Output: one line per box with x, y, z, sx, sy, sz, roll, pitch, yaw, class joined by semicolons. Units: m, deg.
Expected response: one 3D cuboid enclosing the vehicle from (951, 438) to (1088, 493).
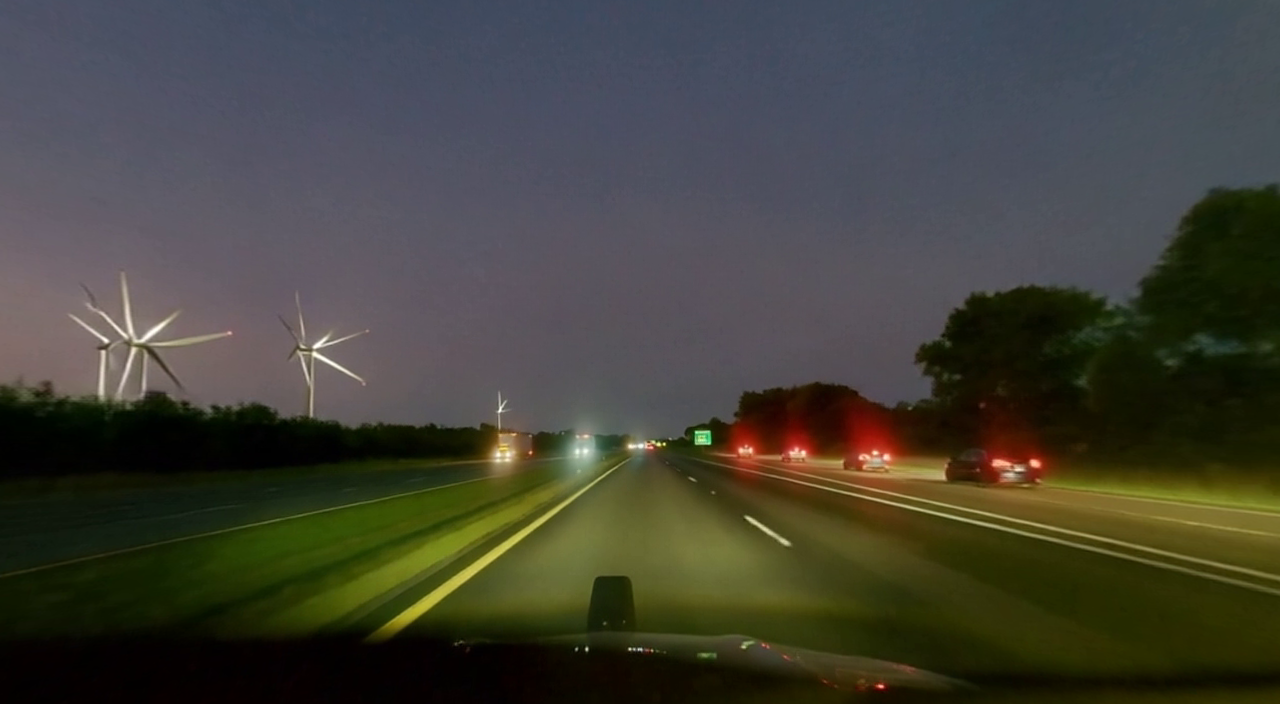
12.953;3.896;21.946;1.897;1.669;4.825;0;-9;2;vehicle
